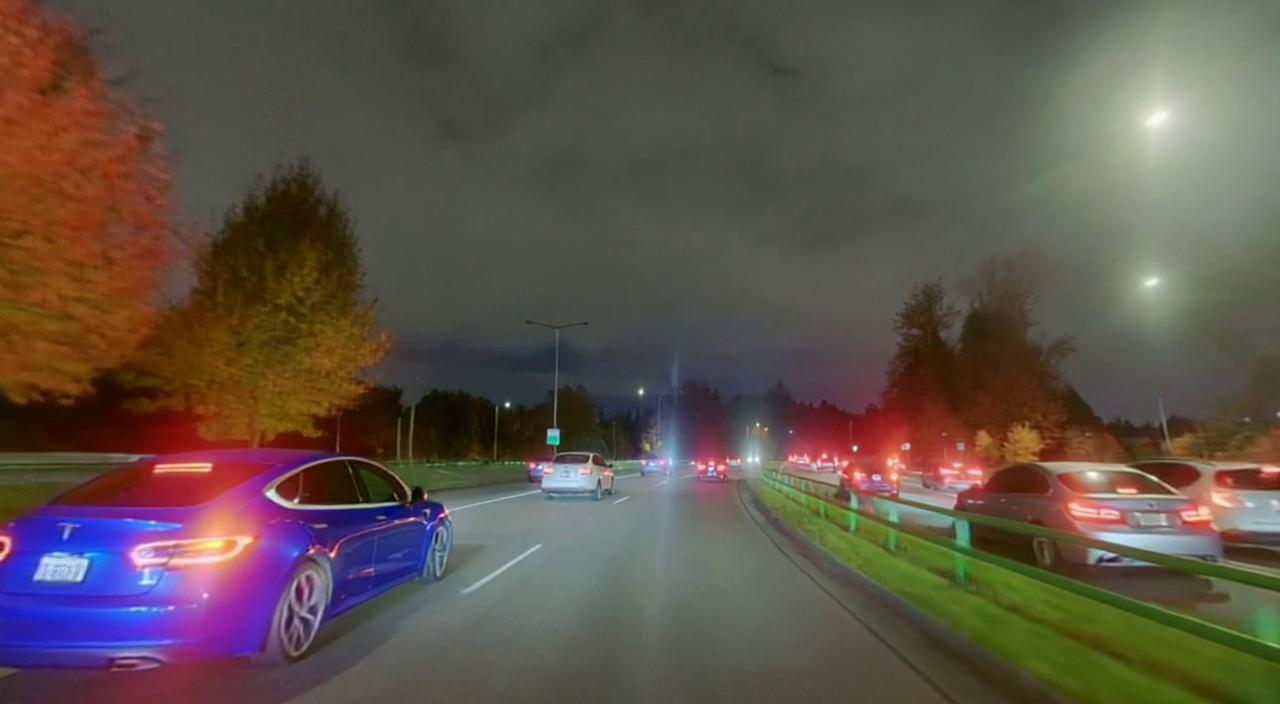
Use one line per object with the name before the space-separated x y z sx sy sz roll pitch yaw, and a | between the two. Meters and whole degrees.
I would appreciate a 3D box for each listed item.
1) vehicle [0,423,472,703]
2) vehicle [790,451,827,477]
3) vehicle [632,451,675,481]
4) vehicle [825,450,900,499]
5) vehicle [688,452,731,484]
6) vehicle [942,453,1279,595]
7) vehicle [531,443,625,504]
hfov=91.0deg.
vehicle | -3.065 1.433 5.223 1.921 1.503 4.317 0 -9 3
vehicle | 11.429 7.618 42.934 1.890 1.610 4.045 -1 -9 8
vehicle | 0.875 6.633 36.978 1.930 1.635 4.260 -1 -9 9
vehicle | 8.300 4.556 23.824 1.768 1.634 4.064 0 -9 7
vehicle | 3.689 5.984 32.828 2.015 1.506 4.276 -1 -9 9
vehicle | 6.546 2.311 9.491 1.869 1.516 4.753 0 -9 3
vehicle | -1.795 3.757 19.958 1.979 1.663 4.513 -1 -9 7
